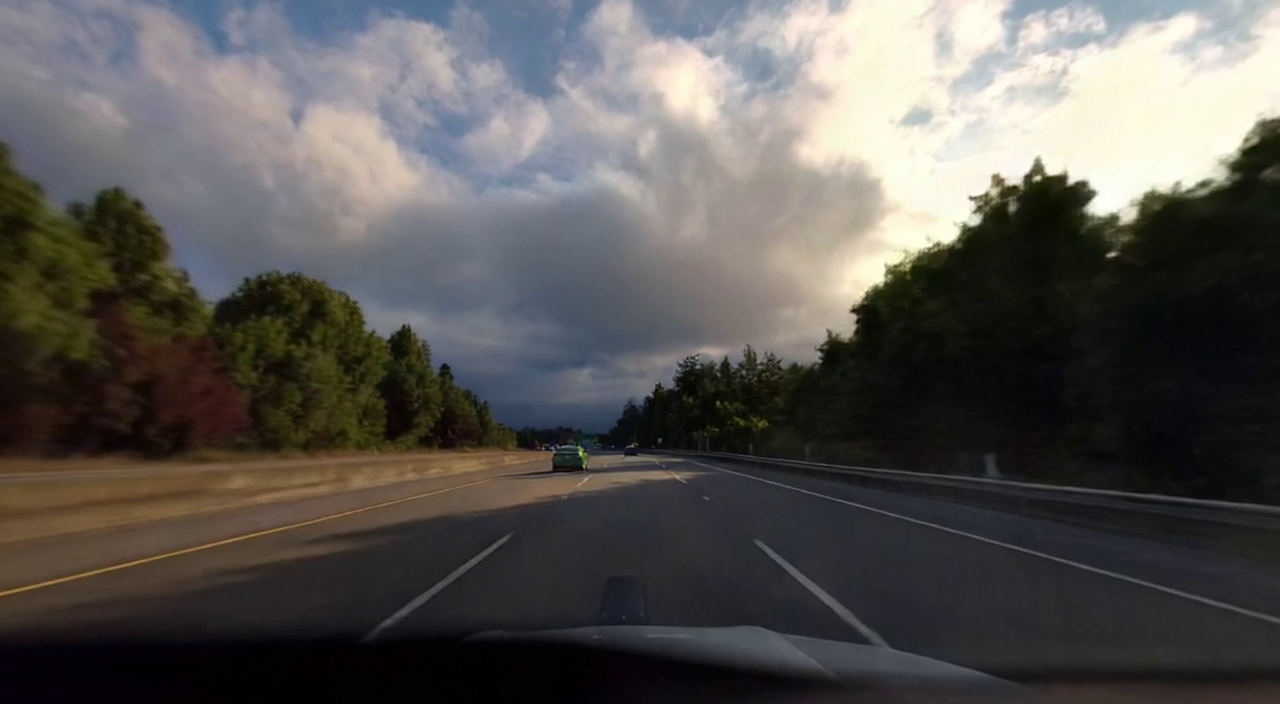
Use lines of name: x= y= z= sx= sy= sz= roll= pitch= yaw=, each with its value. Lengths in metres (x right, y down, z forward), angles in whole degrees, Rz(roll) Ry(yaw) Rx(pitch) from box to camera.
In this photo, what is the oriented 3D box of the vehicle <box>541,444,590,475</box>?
vehicle: x=-3.950 y=5.785 z=34.052 sx=2.083 sy=1.560 sz=4.713 roll=0 pitch=-9 yaw=0
